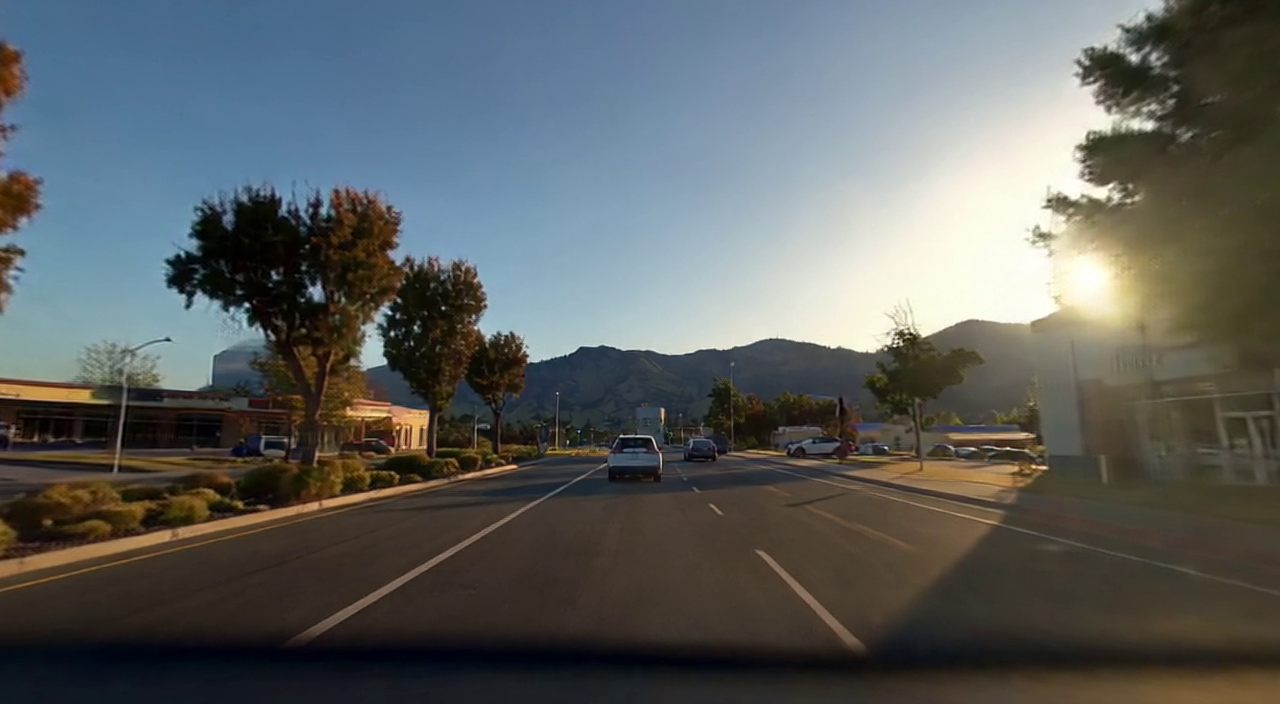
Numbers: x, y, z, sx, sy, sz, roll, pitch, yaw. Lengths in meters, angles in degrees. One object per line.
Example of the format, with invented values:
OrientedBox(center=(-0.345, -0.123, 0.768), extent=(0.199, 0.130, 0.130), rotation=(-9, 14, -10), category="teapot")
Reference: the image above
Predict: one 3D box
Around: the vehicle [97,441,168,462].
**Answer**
OrientedBox(center=(-36.827, 7.215, 45.676), extent=(3.640, 1.447, 1.788), rotation=(4, -9, -27), category="vehicle")

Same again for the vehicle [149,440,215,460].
OrientedBox(center=(-35.856, 7.649, 49.212), extent=(3.714, 1.510, 1.917), rotation=(4, -9, -22), category="vehicle")

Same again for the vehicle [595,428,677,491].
OrientedBox(center=(-0.109, 3.148, 18.689), extent=(2.193, 1.651, 3.946), rotation=(0, -8, 0), category="vehicle")

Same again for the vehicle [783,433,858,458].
OrientedBox(center=(13.183, 6.841, 46.027), extent=(4.887, 1.734, 2.014), rotation=(0, -8, 2), category="vehicle")

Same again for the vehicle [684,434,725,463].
OrientedBox(center=(3.897, 5.952, 38.744), extent=(2.088, 1.655, 4.360), rotation=(0, -8, 0), category="vehicle")
